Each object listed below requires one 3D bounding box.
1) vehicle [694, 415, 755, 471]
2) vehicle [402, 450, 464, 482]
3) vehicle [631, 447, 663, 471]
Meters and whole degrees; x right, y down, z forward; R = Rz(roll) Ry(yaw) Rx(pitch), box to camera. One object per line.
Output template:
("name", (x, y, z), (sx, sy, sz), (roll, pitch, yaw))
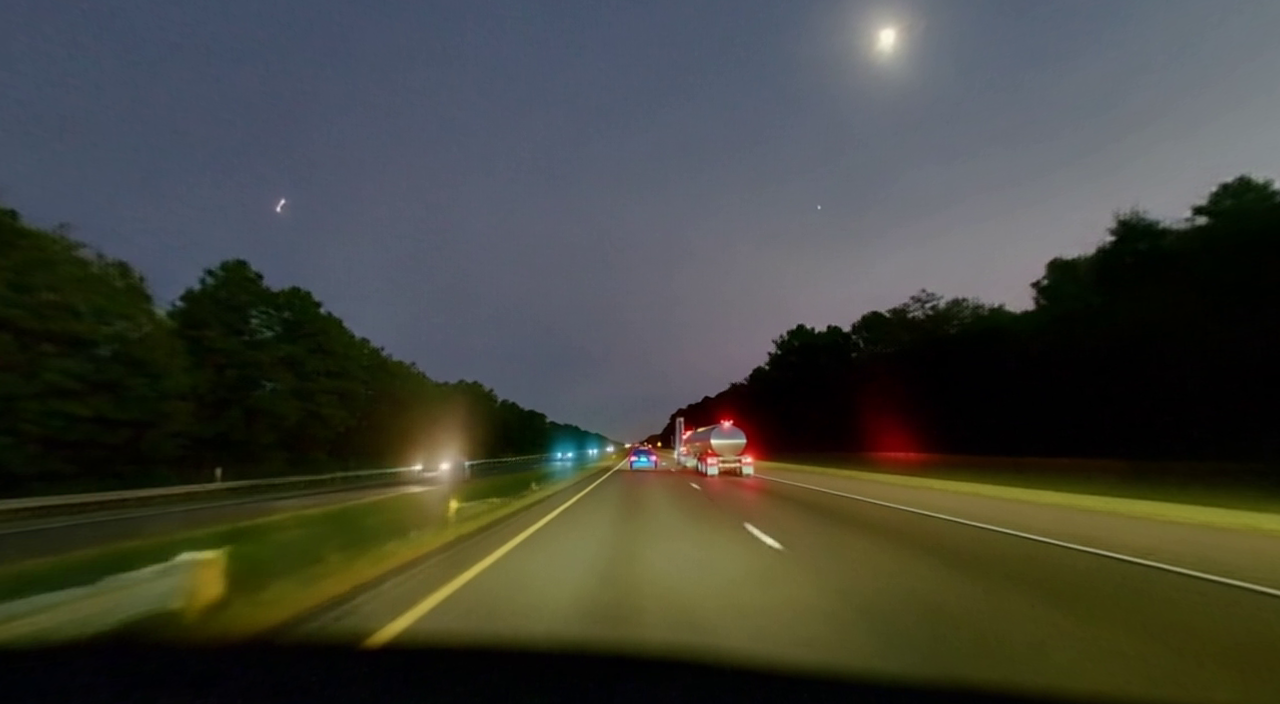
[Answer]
("vehicle", (4.988, 5.600, 38.468), (2.718, 3.034, 7.395), (0, -9, 0))
("vehicle", (-11.867, 6.547, 36.422), (1.995, 1.691, 4.555), (0, -9, 0))
("vehicle", (0.412, 6.738, 39.839), (1.926, 1.386, 3.615), (0, -9, 0))
